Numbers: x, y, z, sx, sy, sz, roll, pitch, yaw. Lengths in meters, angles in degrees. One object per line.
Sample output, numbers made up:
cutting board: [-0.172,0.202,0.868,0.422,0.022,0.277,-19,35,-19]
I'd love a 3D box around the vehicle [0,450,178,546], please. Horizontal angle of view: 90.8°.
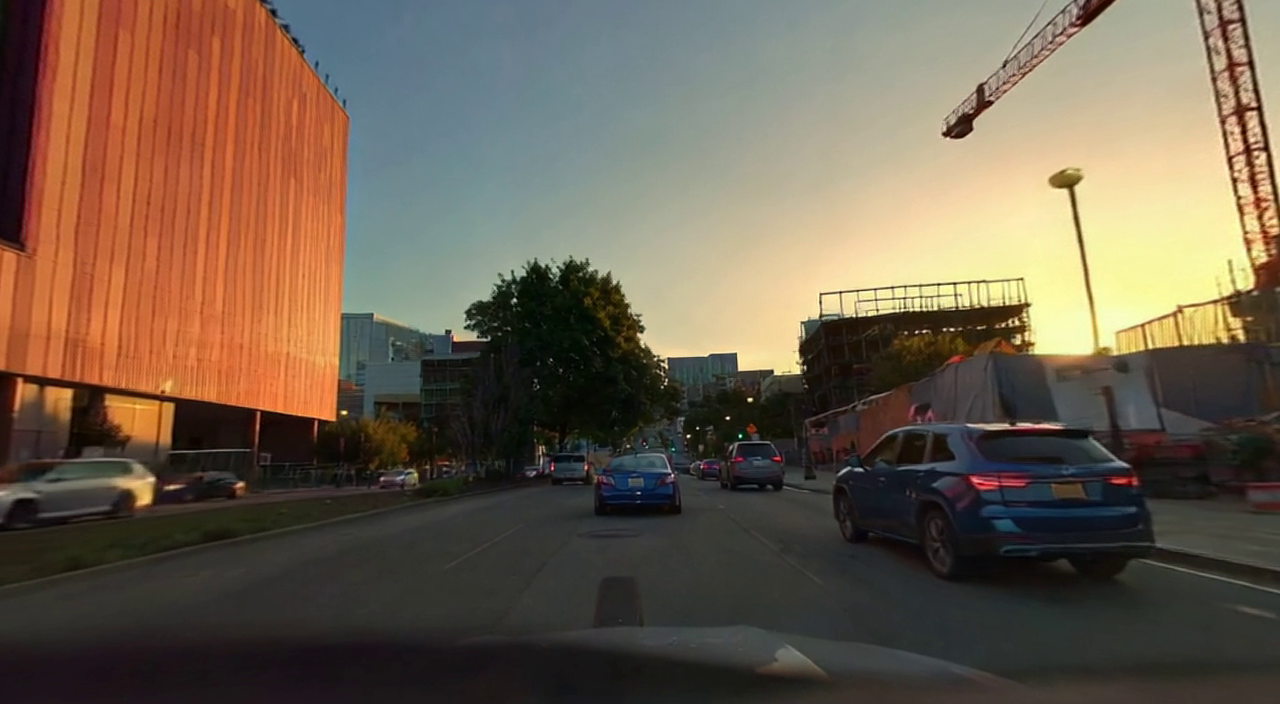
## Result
vehicle: [-12.896,3.018,13.662,2.202,1.714,4.509,-1,-8,3]

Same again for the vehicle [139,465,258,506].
vehicle: [-19.359,5.827,27.967,1.851,1.488,4.554,-1,-8,2]

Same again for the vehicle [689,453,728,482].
vehicle: [4.313,7.316,40.175,2.115,1.636,4.104,0,-8,2]

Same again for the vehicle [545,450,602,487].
vehicle: [-3.237,5.743,31.500,2.201,1.691,4.305,-1,-8,2]

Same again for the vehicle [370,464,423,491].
vehicle: [-18.297,9.436,47.727,2.021,1.740,4.444,-1,-8,3]

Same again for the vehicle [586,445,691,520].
vehicle: [0.016,2.987,15.058,2.131,1.496,4.193,0,-8,1]

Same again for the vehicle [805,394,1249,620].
vehicle: [3.754,1.607,7.599,2.185,1.797,4.934,0,-8,0]

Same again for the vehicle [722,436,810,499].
vehicle: [4.181,3.916,21.893,2.124,1.896,4.914,0,-8,1]
